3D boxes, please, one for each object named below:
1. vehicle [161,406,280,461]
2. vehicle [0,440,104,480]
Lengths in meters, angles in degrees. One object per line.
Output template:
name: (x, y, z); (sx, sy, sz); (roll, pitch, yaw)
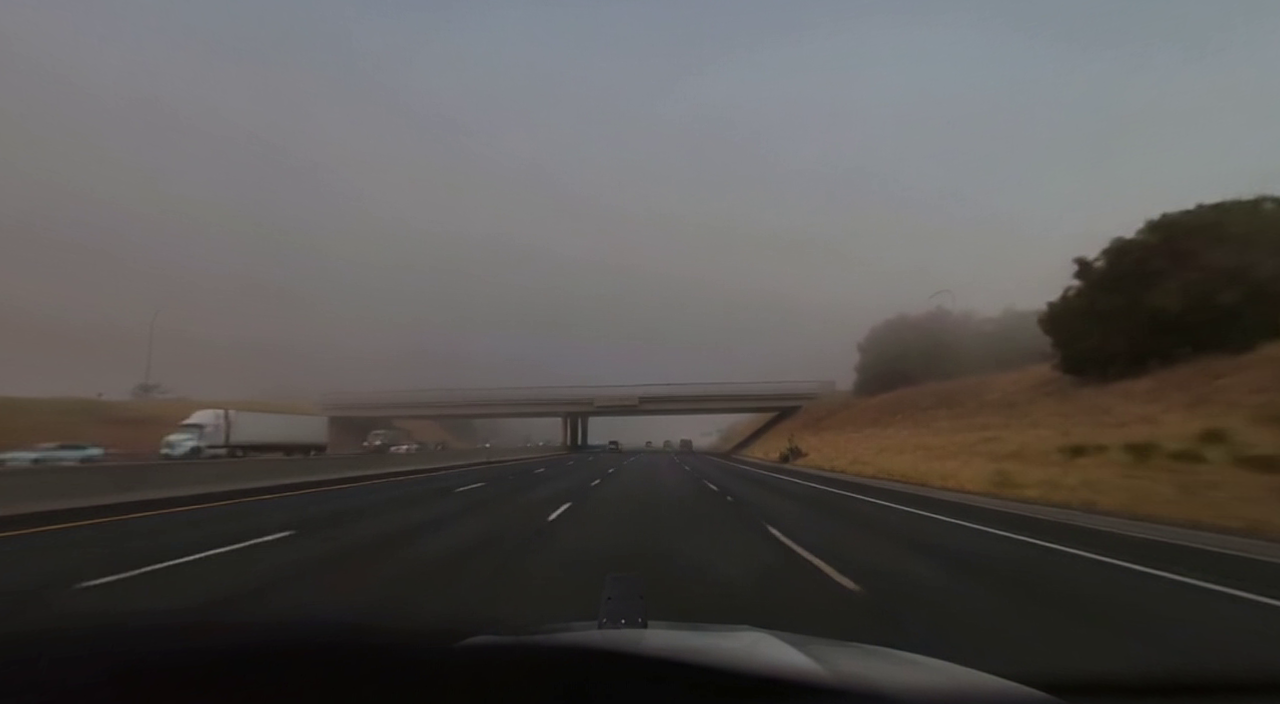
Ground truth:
vehicle: (-31.633, 6.311, 48.153); (2.915, 3.769, 8.545); (0, -9, 1)
vehicle: (-24.627, 4.318, 25.467); (1.805, 1.456, 4.597); (0, -9, 1)
